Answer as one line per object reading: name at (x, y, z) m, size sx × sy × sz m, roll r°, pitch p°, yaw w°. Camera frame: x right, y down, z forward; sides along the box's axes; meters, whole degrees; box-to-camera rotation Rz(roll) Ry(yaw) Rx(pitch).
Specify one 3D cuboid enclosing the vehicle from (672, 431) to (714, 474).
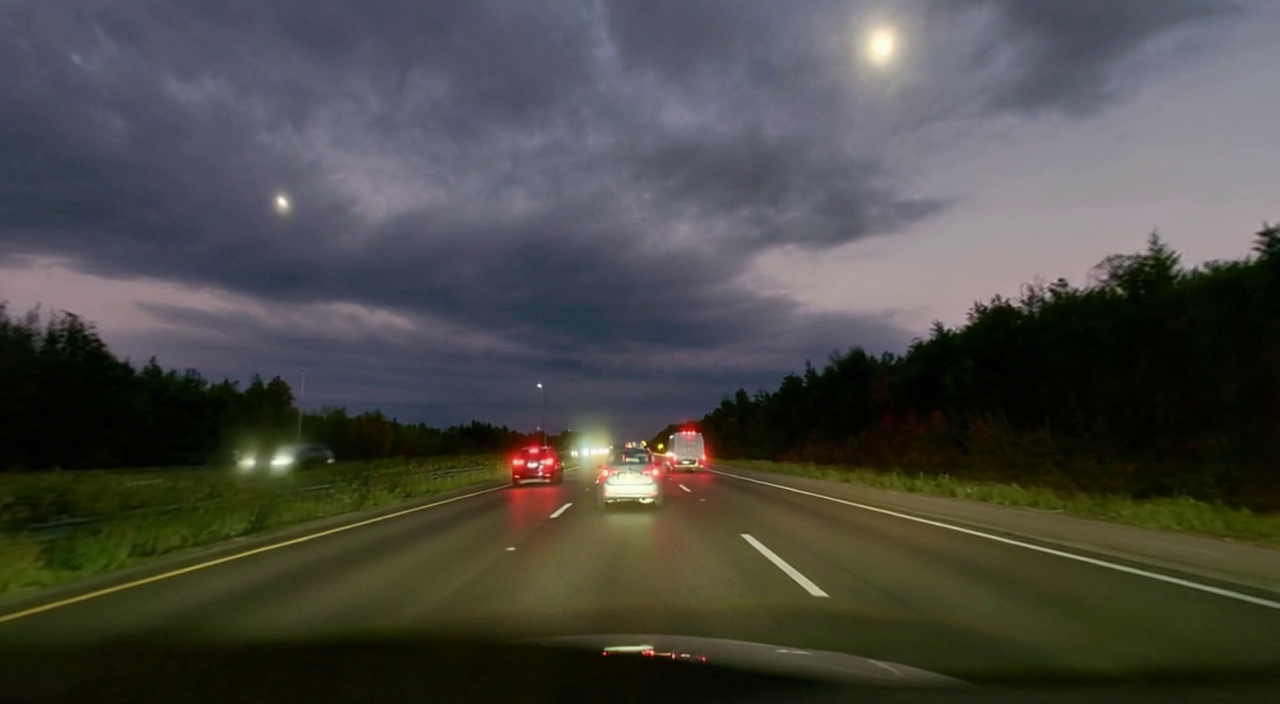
vehicle at (3.452, 6.709, 42.160) m, size 2.234 × 2.679 × 5.372 m, roll 0°, pitch -9°, yaw -1°

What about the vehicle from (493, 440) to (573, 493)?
vehicle at (-3.707, 4.074, 22.729) m, size 1.985 × 1.671 × 4.604 m, roll 0°, pitch -9°, yaw 1°

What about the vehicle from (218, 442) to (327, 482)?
vehicle at (-15.674, 4.720, 27.247) m, size 1.985 × 1.562 × 4.522 m, roll 0°, pitch -9°, yaw 0°

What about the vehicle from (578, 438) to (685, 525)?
vehicle at (-0.142, 2.673, 13.442) m, size 1.973 × 1.574 × 3.426 m, roll 0°, pitch -9°, yaw 1°
